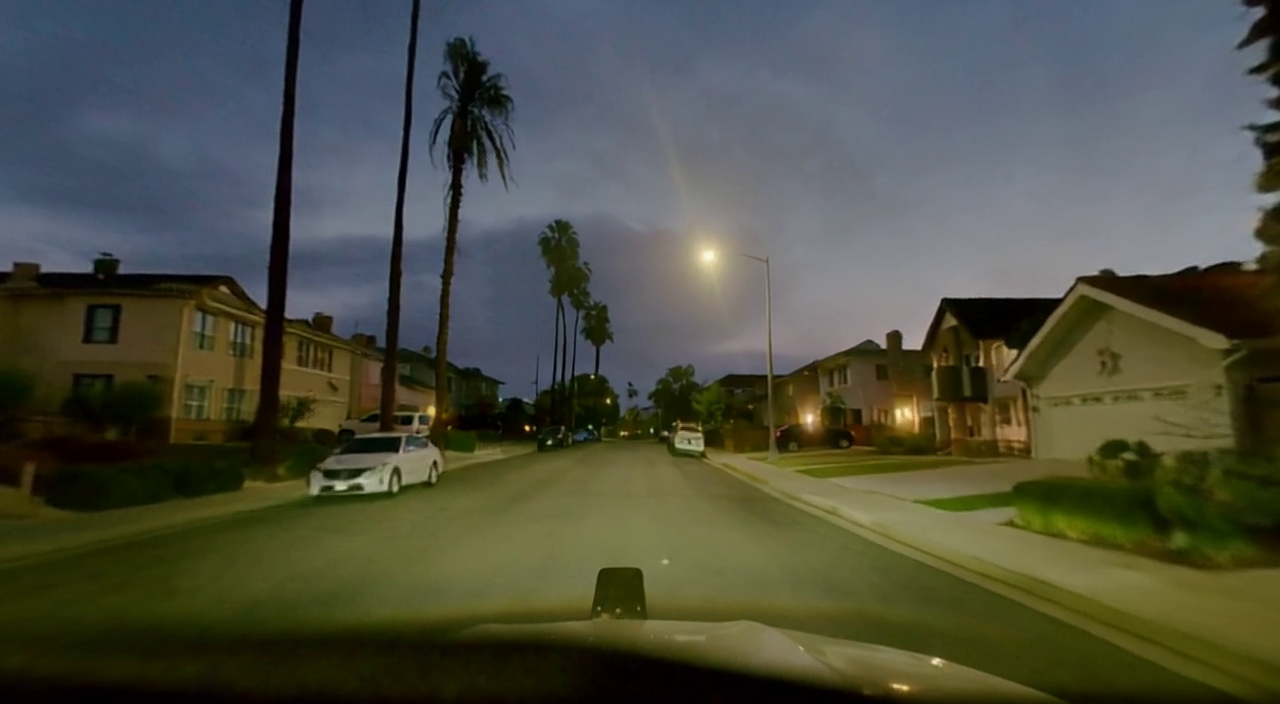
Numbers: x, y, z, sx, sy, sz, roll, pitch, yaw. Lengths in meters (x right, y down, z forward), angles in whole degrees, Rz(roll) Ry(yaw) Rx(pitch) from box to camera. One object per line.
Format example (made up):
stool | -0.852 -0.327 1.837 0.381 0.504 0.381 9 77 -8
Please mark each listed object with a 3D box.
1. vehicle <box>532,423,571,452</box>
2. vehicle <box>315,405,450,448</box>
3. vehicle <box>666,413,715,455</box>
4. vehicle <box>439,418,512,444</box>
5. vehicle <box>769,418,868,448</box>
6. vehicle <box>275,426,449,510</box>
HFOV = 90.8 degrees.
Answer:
vehicle | -5.960 5.758 42.985 2.147 1.823 4.725 0 -6 -2
vehicle | -12.061 3.554 29.924 5.340 1.948 2.398 0 -7 -1
vehicle | 2.604 4.452 34.154 2.184 2.038 6.212 0 -7 0
vehicle | -12.576 6.078 48.620 4.991 1.947 2.329 0 -7 -3
vehicle | 9.263 4.231 33.064 4.643 1.520 1.826 0 -7 1
vehicle | -5.816 2.411 13.938 1.949 1.511 4.466 0 -6 -2
